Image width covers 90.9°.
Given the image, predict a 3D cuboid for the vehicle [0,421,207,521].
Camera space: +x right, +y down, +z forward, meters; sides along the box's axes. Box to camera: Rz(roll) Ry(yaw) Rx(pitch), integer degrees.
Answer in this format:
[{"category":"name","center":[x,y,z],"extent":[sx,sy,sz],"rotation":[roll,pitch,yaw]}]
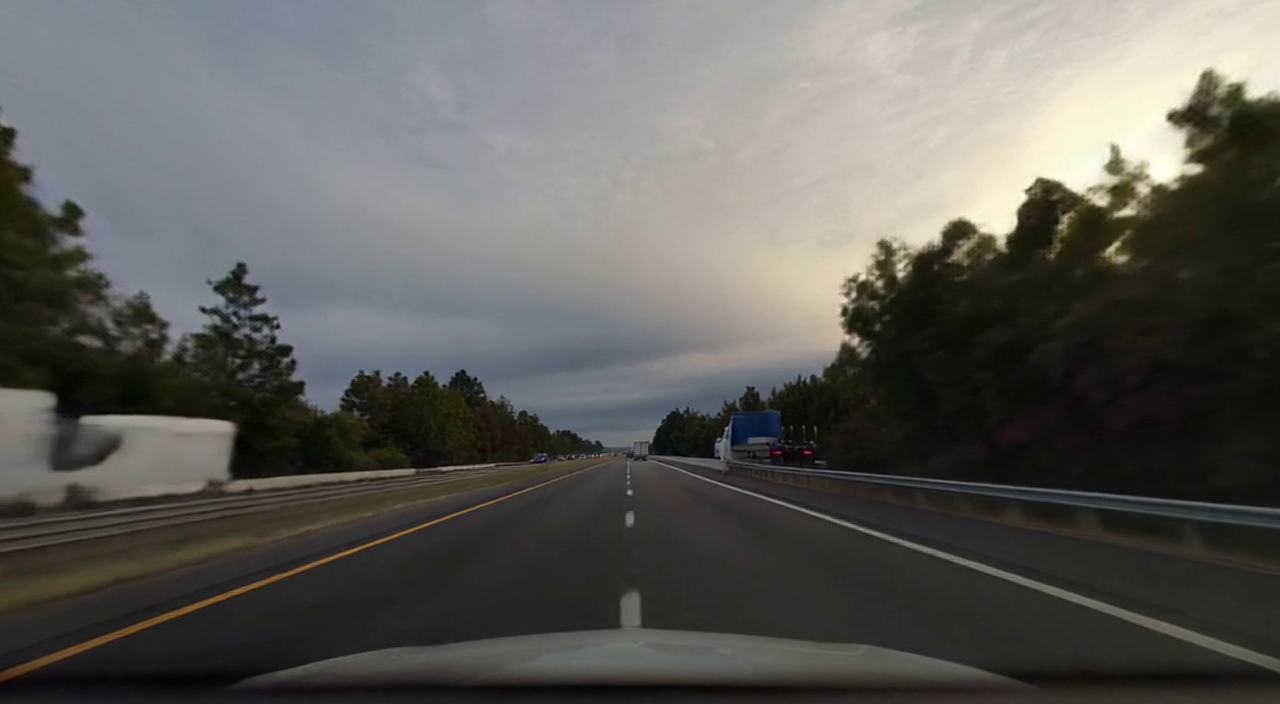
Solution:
[{"category":"vehicle","center":[-11.192,2.320,12.693],"extent":[1.861,1.662,4.332],"rotation":[0,-9,-1]}]
